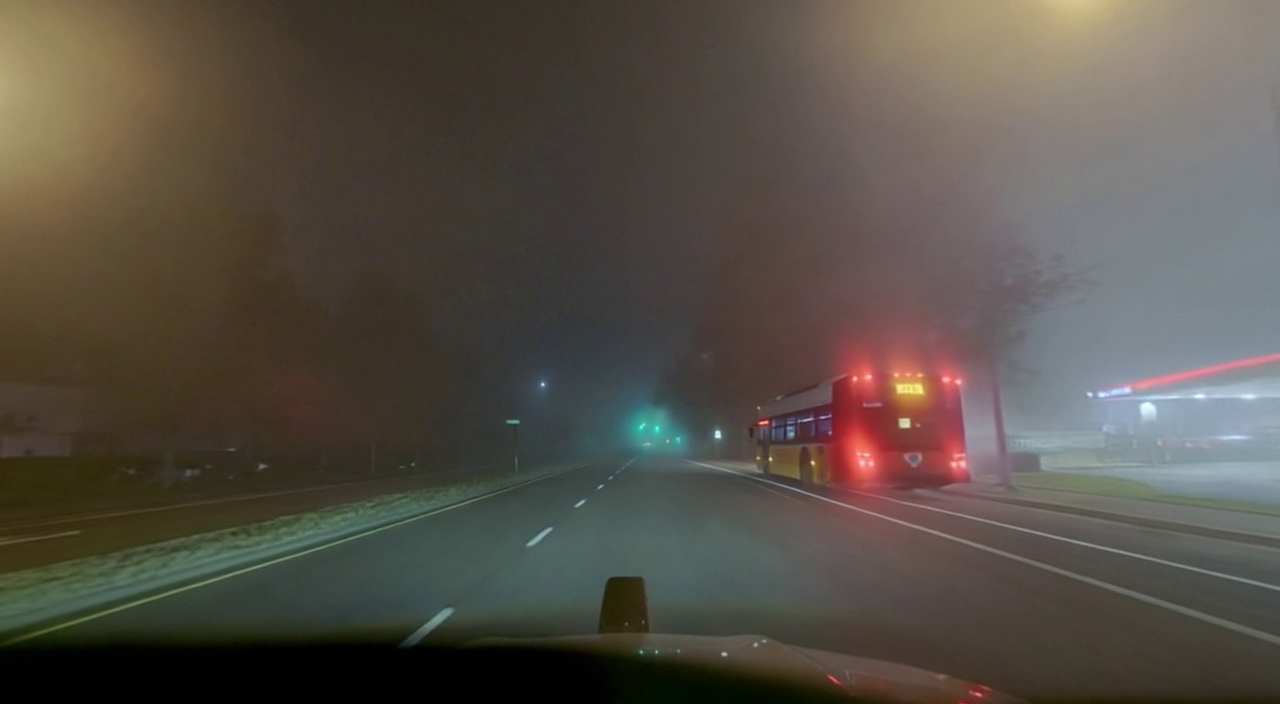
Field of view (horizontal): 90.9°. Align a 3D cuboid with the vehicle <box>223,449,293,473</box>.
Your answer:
[{"bbox_3d":[-29.727,8.437,49.081,4.251,1.563,1.950,-3,-8,4],"label":"vehicle"}]

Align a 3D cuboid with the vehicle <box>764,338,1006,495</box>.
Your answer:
[{"bbox_3d":[8.489,2.811,25.078,4.582,4.678,12.589,0,-8,0],"label":"vehicle"}]

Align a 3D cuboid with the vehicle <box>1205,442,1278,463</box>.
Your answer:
[{"bbox_3d":[45.162,7.530,47.460,1.808,1.467,4.288,-2,-8,11],"label":"vehicle"}]

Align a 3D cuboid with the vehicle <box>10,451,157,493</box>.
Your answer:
[{"bbox_3d":[-24.316,5.232,27.672,4.325,1.716,2.358,0,-9,5],"label":"vehicle"}]
